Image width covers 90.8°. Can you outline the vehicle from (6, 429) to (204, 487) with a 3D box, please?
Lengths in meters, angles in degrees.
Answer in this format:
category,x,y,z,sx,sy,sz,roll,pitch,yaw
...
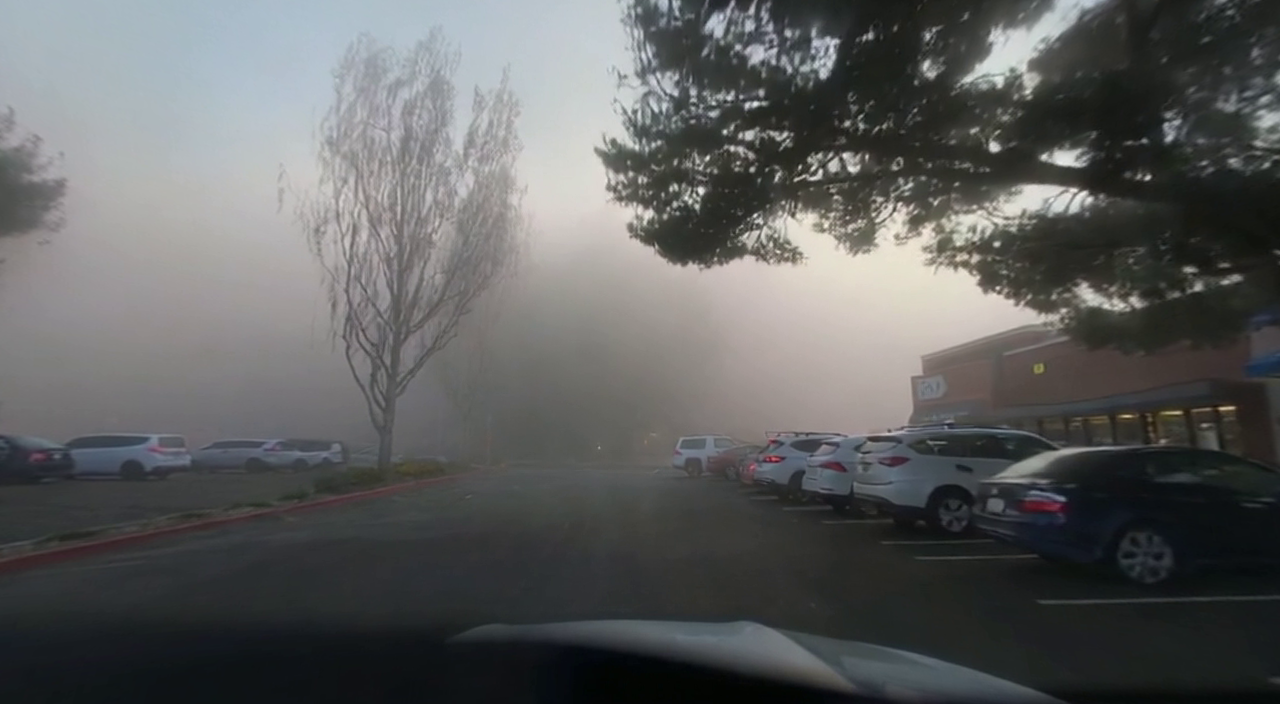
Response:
category,x,y,z,sx,sy,sz,roll,pitch,yaw
vehicle,-15.726,3.099,18.802,4.197,1.526,1.977,7,-11,-40

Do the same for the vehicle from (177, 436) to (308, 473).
category,x,y,z,sx,sy,sz,roll,pitch,yaw
vehicle,-17.548,4.496,27.977,4.651,1.494,1.914,6,-10,-37

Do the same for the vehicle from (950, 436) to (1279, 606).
category,x,y,z,sx,sy,sz,roll,pitch,yaw
vehicle,5.968,1.653,6.752,4.298,1.476,1.921,1,-8,-5
